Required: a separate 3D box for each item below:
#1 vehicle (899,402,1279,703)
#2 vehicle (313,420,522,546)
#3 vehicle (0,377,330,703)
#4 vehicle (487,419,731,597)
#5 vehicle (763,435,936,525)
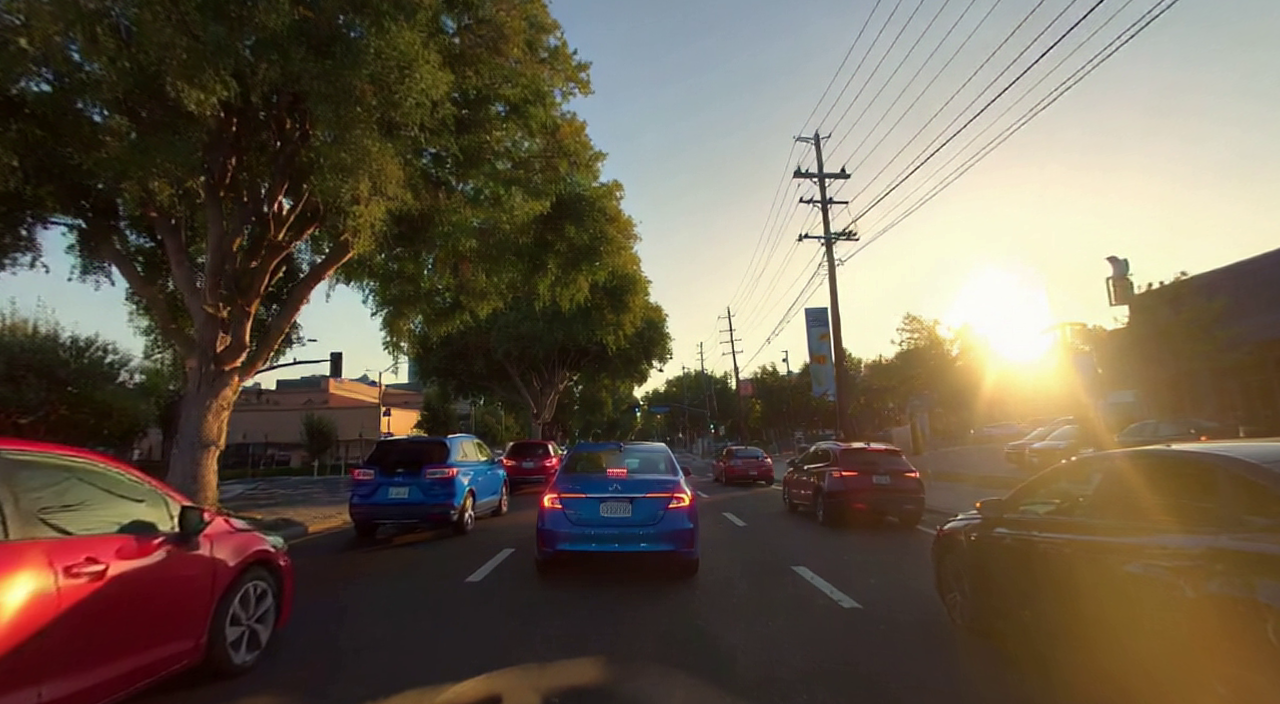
[{"bbox_3d":[3.668,1.193,4.200,1.929,1.479,4.723,0,-9,1],"label":"vehicle"},{"bbox_3d":[-3.414,2.096,10.749,1.979,1.697,4.254,0,-9,0],"label":"vehicle"},{"bbox_3d":[-2.874,0.776,1.501,1.984,1.496,4.530,0,-9,0],"label":"vehicle"},{"bbox_3d":[-0.317,1.635,7.425,2.097,1.511,3.809,0,-9,-2],"label":"vehicle"},{"bbox_3d":[3.926,2.467,12.766,1.909,1.473,4.361,0,-9,-1],"label":"vehicle"}]
